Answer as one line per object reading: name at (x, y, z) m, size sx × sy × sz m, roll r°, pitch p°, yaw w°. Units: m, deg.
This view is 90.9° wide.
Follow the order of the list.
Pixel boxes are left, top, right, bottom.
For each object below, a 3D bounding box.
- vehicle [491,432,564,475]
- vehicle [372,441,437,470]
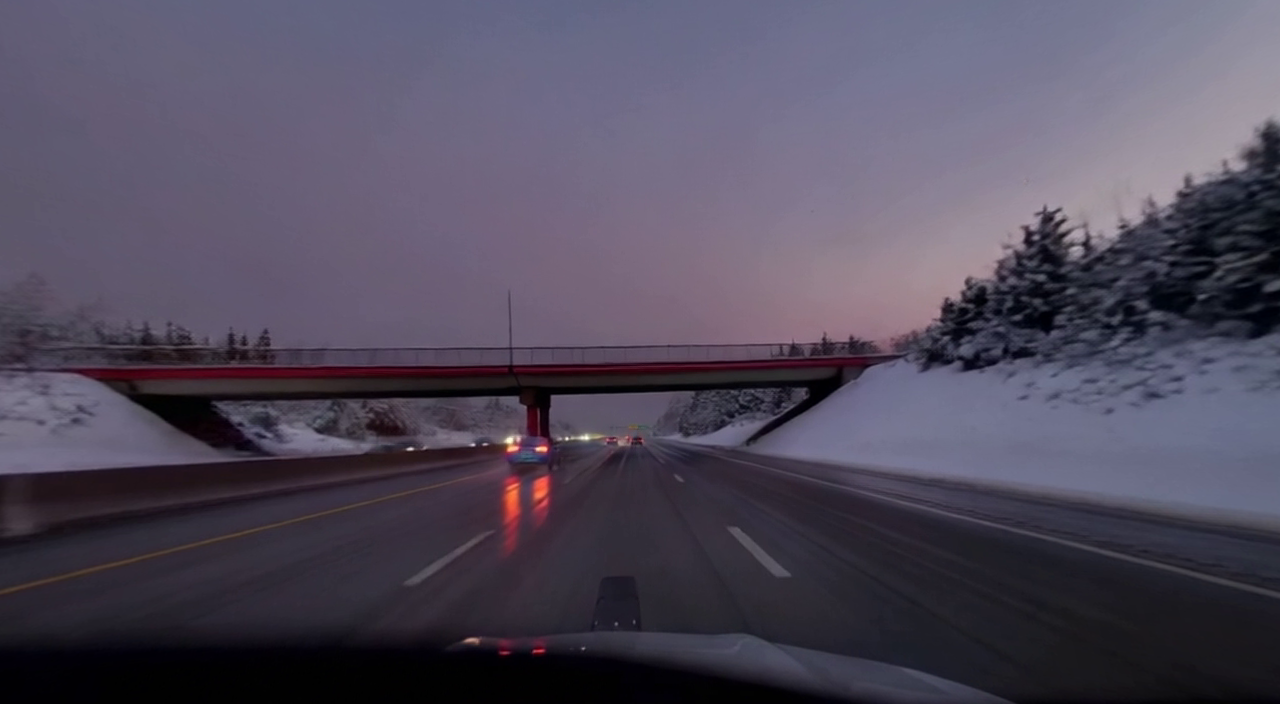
vehicle at (-4.328, 3.995, 25.024) m, size 2.074 × 1.535 × 4.437 m, roll 0°, pitch -8°, yaw 0°
vehicle at (-12.695, 5.548, 34.244) m, size 1.845 × 1.448 × 4.482 m, roll 0°, pitch -8°, yaw -1°
